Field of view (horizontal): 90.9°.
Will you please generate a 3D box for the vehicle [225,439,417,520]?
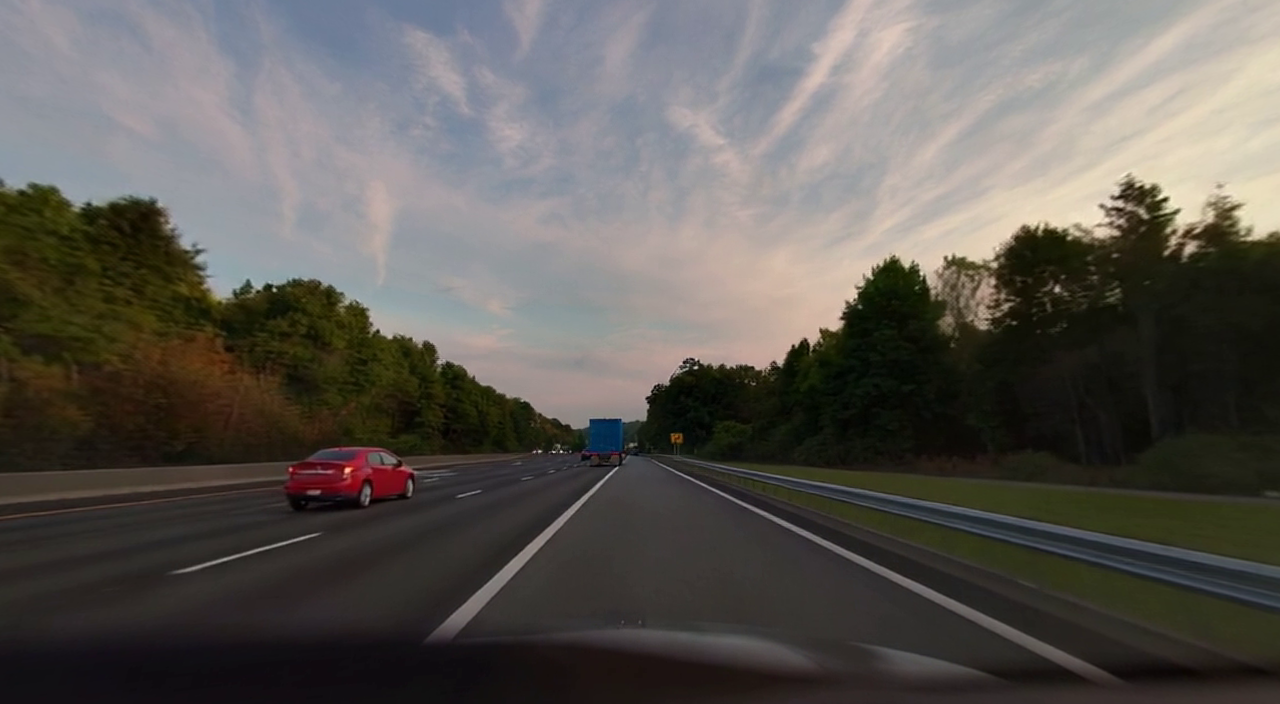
[{"bbox_3d":[-6.876,2.780,14.279,1.938,1.507,4.557,0,-9,0],"label":"vehicle"}]
